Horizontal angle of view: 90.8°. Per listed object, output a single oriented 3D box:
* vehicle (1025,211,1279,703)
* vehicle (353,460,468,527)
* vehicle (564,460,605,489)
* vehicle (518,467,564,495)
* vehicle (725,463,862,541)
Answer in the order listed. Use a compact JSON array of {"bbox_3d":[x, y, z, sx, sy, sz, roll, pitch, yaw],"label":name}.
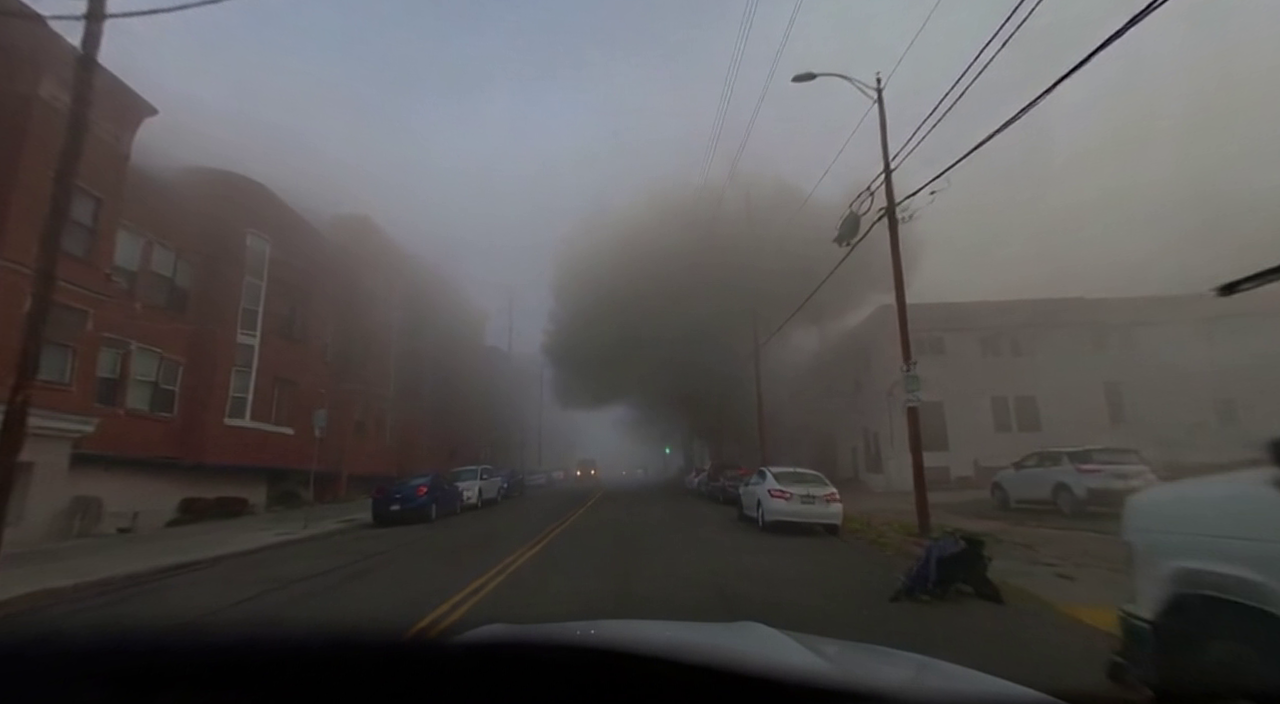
[{"bbox_3d":[3.165,0.373,0.148,2.480,2.230,5.704,0,-11,0],"label":"vehicle"},{"bbox_3d":[-6.839,4.281,19.510,1.930,1.756,4.955,0,-11,-3],"label":"vehicle"},{"bbox_3d":[-3.784,8.554,44.136,2.236,1.834,4.743,-1,-11,3],"label":"vehicle"},{"bbox_3d":[-5.969,7.627,37.518,1.994,1.510,4.802,3,-11,-17],"label":"vehicle"},{"bbox_3d":[3.268,3.317,14.446,1.885,1.464,4.466,0,-11,-1],"label":"vehicle"}]
